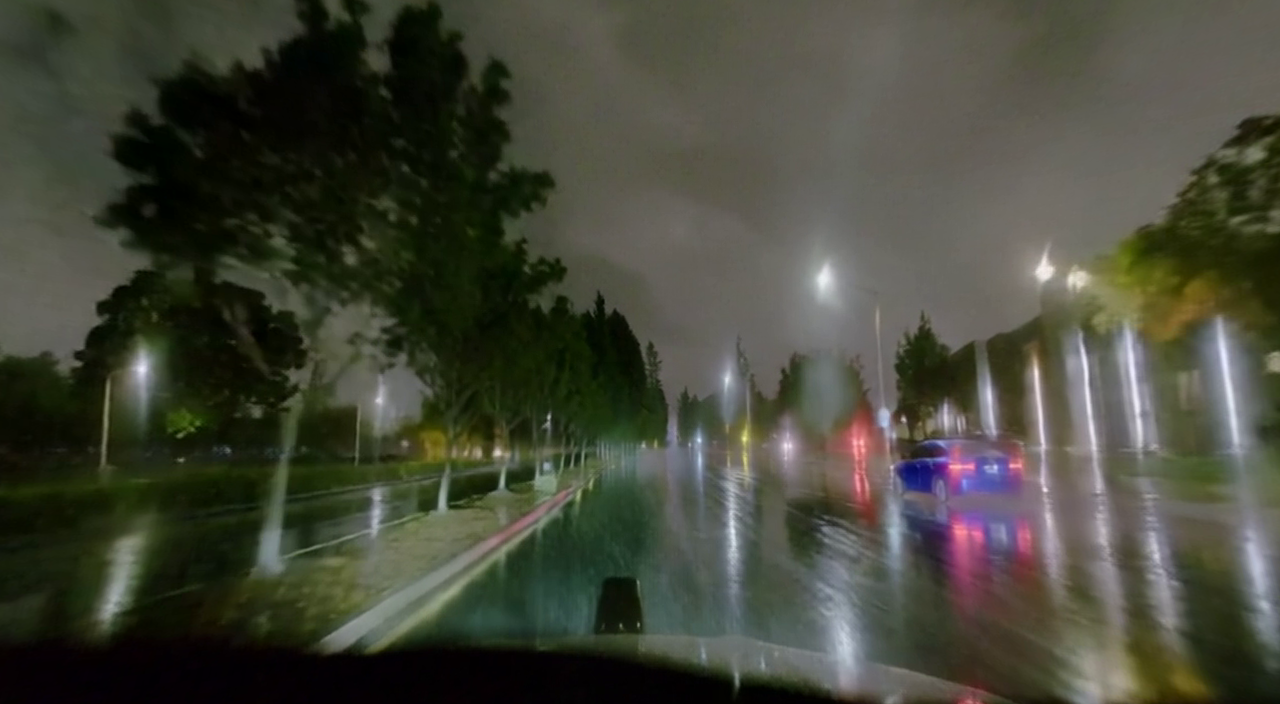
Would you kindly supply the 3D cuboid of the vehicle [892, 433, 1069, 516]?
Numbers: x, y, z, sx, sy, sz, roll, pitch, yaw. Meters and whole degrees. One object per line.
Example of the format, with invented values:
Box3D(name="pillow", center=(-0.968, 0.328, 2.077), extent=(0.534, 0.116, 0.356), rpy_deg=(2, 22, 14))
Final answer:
Box3D(name="vehicle", center=(7.005, 2.531, 13.463), extent=(1.797, 1.518, 3.433), rpy_deg=(0, -9, 0))
